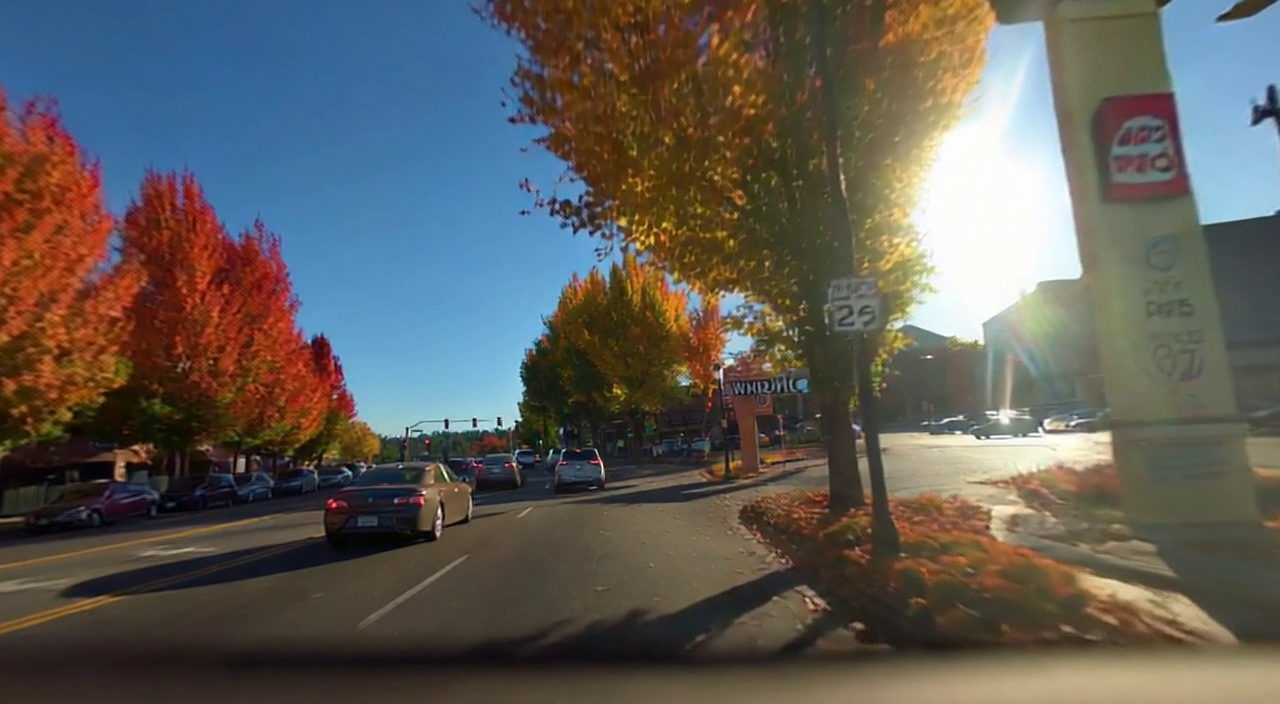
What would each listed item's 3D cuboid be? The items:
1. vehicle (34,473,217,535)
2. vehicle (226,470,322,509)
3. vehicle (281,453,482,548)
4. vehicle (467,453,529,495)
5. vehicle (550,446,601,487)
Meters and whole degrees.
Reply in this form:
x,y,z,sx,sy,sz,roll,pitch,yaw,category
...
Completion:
x,y,z,sx,sy,sz,roll,pitch,yaw,category
-16.157,4.757,20.205,1.968,1.574,4.683,1,-9,-1,vehicle
-16.743,6.284,29.129,2.010,1.530,4.534,1,-9,-5,vehicle
-4.848,2.836,12.884,2.090,1.506,5.326,1,-9,-3,vehicle
-5.732,4.945,25.929,1.974,1.549,4.603,2,-9,-7,vehicle
-3.042,5.220,28.960,2.144,1.704,4.028,2,-9,-8,vehicle
